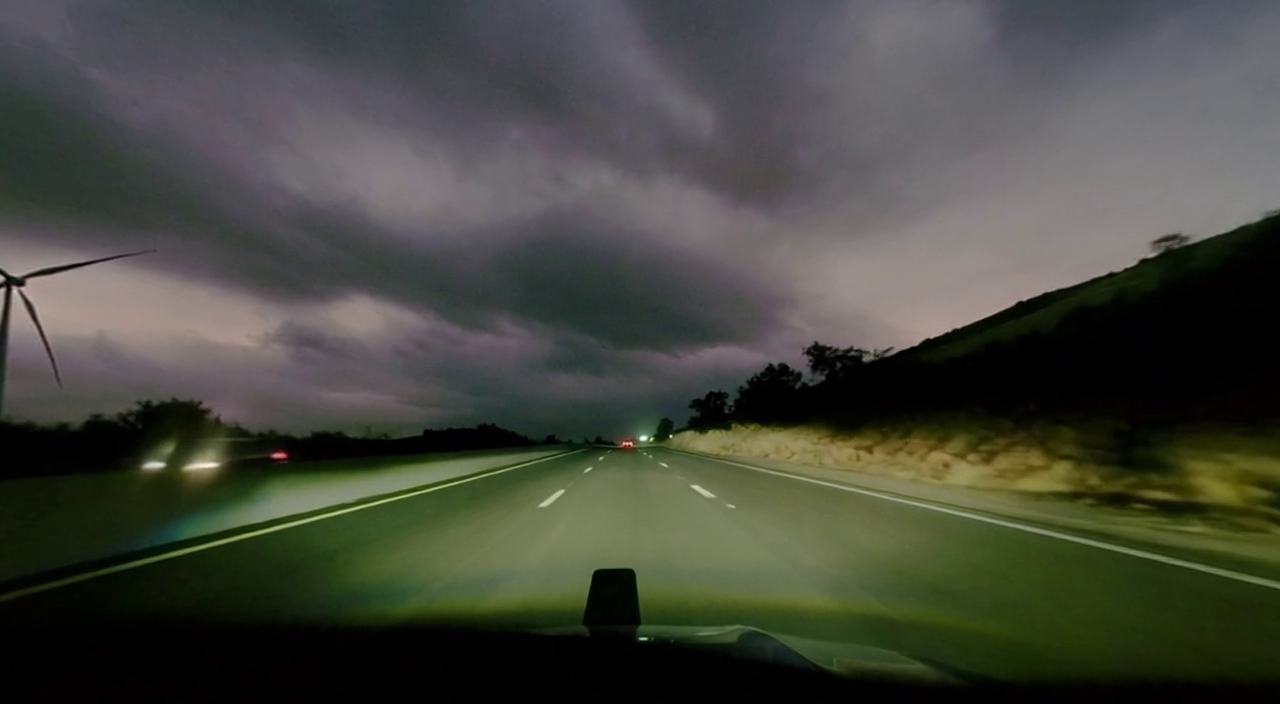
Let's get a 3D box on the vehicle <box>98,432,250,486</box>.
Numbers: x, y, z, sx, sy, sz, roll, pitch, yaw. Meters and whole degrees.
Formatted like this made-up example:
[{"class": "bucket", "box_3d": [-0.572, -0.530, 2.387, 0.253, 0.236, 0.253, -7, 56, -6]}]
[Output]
[{"class": "vehicle", "box_3d": [-14.742, 3.382, 20.236, 1.802, 1.527, 4.067, 0, -8, -1]}]
